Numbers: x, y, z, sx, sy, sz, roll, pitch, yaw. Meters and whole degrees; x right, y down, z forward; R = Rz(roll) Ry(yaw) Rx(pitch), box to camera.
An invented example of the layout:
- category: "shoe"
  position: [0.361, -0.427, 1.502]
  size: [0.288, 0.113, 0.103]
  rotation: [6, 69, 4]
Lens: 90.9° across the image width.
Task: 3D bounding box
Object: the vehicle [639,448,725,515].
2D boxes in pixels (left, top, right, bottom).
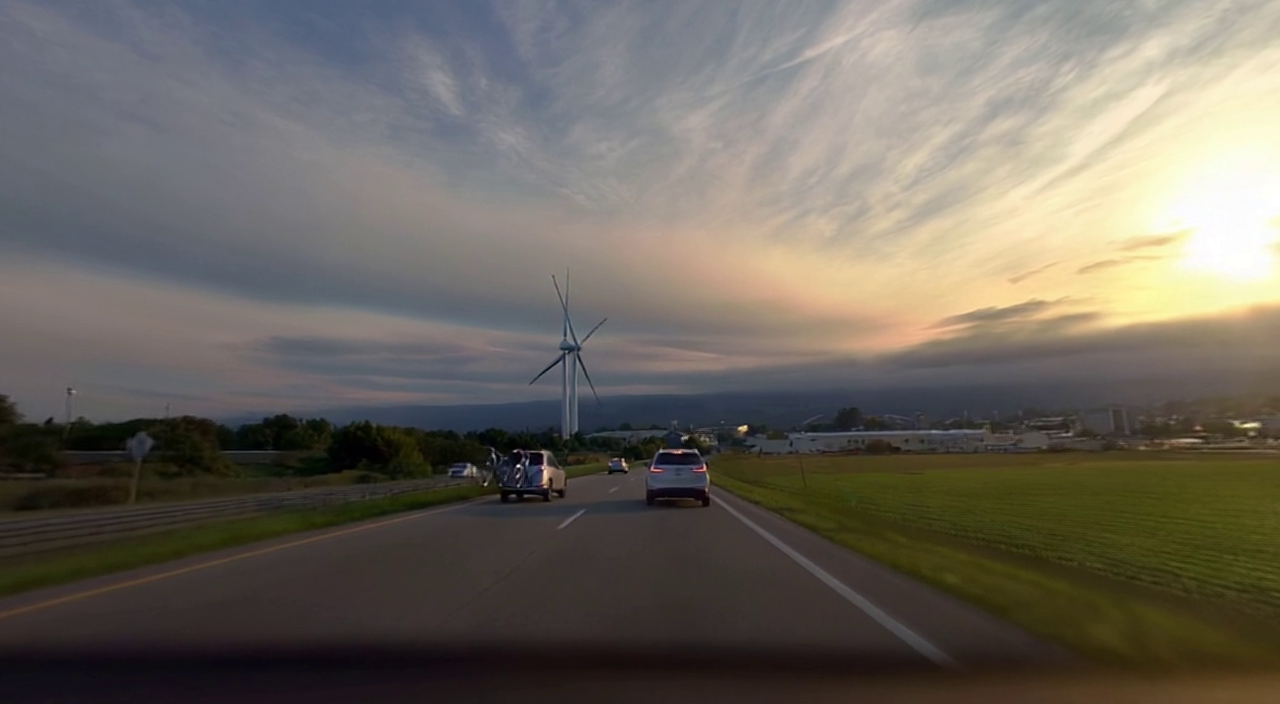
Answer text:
- category: "vehicle"
  position: [1.034, 3.439, 17.243]
  size: [2.063, 1.582, 3.955]
  rotation: [0, -9, 0]

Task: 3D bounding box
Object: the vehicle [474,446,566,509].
- category: "vehicle"
  position: [-3.530, 3.770, 19.317]
  size: [1.962, 1.681, 4.033]
  rotation: [0, -9, 1]
